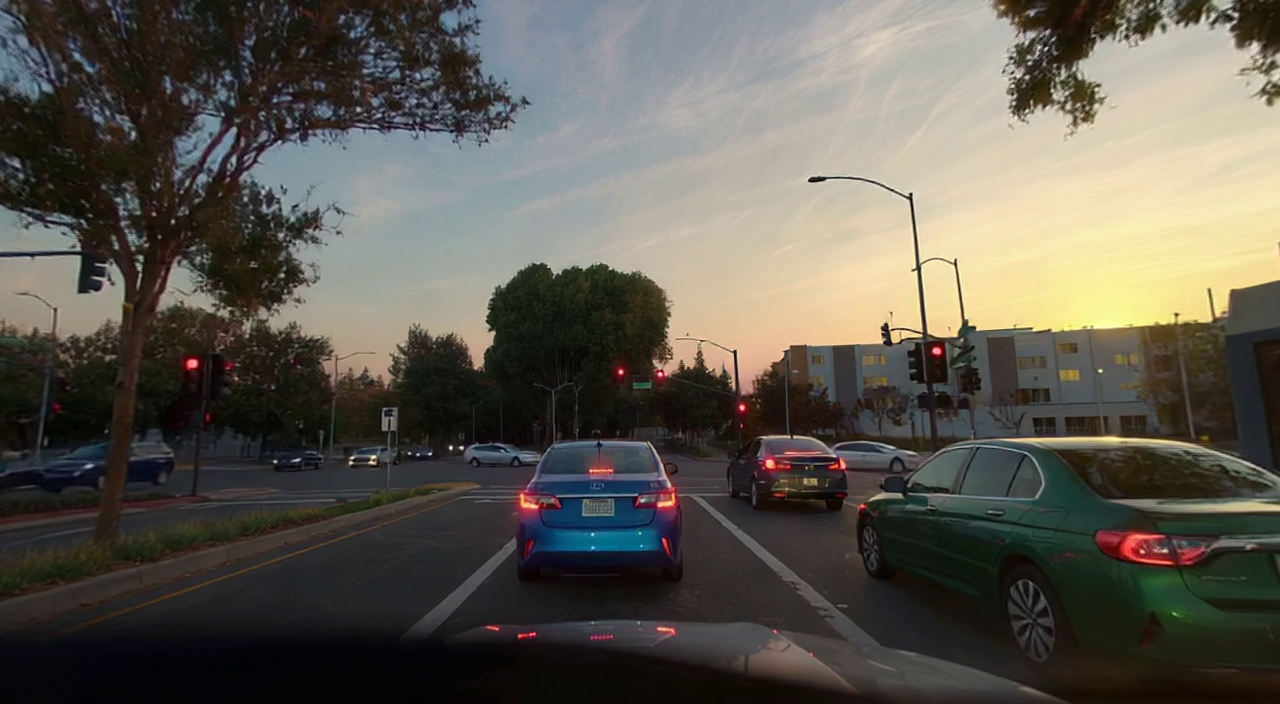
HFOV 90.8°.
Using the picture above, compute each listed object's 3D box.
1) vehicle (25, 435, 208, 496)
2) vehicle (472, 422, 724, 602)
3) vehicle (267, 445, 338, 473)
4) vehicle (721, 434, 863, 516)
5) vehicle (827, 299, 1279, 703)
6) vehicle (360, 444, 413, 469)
[{"bbox_3d":[-17.990,3.904,22.145,2.295,1.858,4.748,0,-8,0],"label":"vehicle"},{"bbox_3d":[-0.373,1.652,7.384,2.143,1.520,3.848,0,-8,0],"label":"vehicle"},{"bbox_3d":[-21.606,6.832,40.641,1.935,1.701,4.590,0,-8,1],"label":"vehicle"},{"bbox_3d":[3.175,2.672,14.299,2.026,1.549,4.559,0,-8,-1],"label":"vehicle"},{"bbox_3d":[3.580,1.106,5.058,2.572,1.945,5.065,0,-8,0],"label":"vehicle"},{"bbox_3d":[-17.953,7.368,44.889,1.976,1.667,4.274,0,-8,0],"label":"vehicle"}]
